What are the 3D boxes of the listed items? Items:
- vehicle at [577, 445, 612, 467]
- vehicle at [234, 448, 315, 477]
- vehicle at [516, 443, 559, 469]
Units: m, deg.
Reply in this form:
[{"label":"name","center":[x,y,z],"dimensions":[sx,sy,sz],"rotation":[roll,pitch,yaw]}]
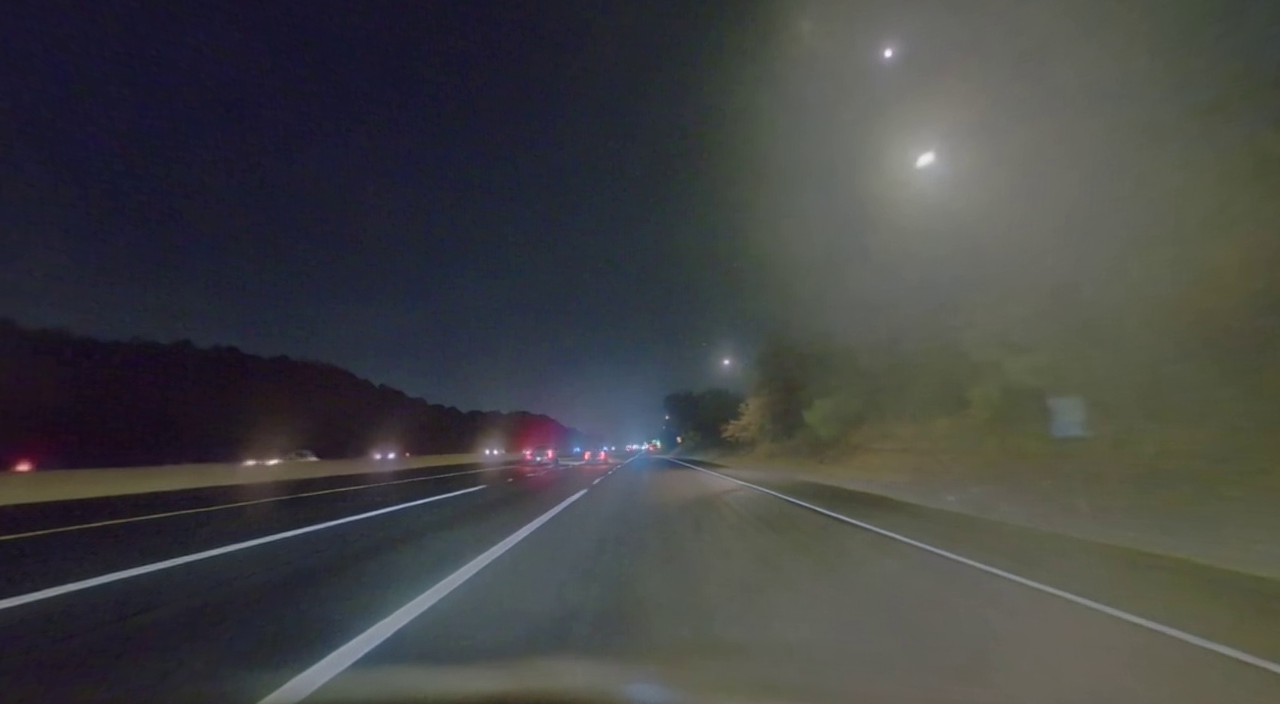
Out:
[{"label":"vehicle","center":[-3.370,7.788,47.566],"dimensions":[2.184,1.554,4.350],"rotation":[0,-8,2]},{"label":"vehicle","center":[-19.874,6.004,34.507],"dimensions":[1.826,1.419,4.274],"rotation":[0,-8,1]},{"label":"vehicle","center":[-6.888,7.008,42.824],"dimensions":[2.075,1.646,4.405],"rotation":[0,-8,2]}]
